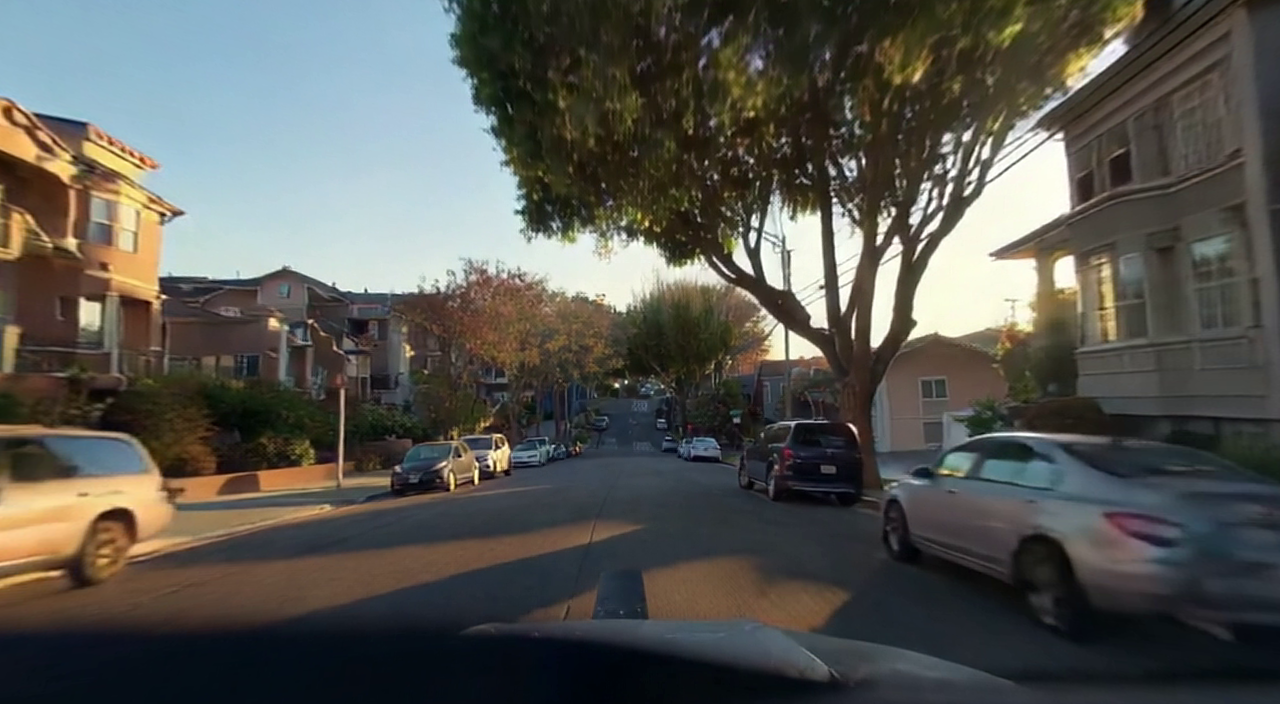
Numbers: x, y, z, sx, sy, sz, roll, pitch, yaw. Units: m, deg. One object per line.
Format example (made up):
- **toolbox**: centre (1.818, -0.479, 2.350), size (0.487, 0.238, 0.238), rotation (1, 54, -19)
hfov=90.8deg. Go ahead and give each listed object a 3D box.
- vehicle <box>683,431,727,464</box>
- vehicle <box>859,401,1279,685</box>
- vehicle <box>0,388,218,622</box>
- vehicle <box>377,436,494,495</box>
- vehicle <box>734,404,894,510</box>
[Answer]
- **vehicle**: centre (3.695, 5.516, 36.622), size (1.952, 1.738, 4.518), rotation (0, -8, -2)
- **vehicle**: centre (3.721, 1.333, 5.630), size (1.968, 1.505, 4.368), rotation (0, -8, 0)
- **vehicle**: centre (-5.942, 1.277, 5.061), size (2.106, 1.760, 4.573), rotation (-4, -9, -2)
- **vehicle**: centre (-5.786, 3.243, 18.535), size (1.998, 1.485, 4.476), rotation (0, -8, -1)
- **vehicle**: centre (3.630, 2.311, 14.283), size (2.158, 1.977, 4.750), rotation (0, -8, -1)
